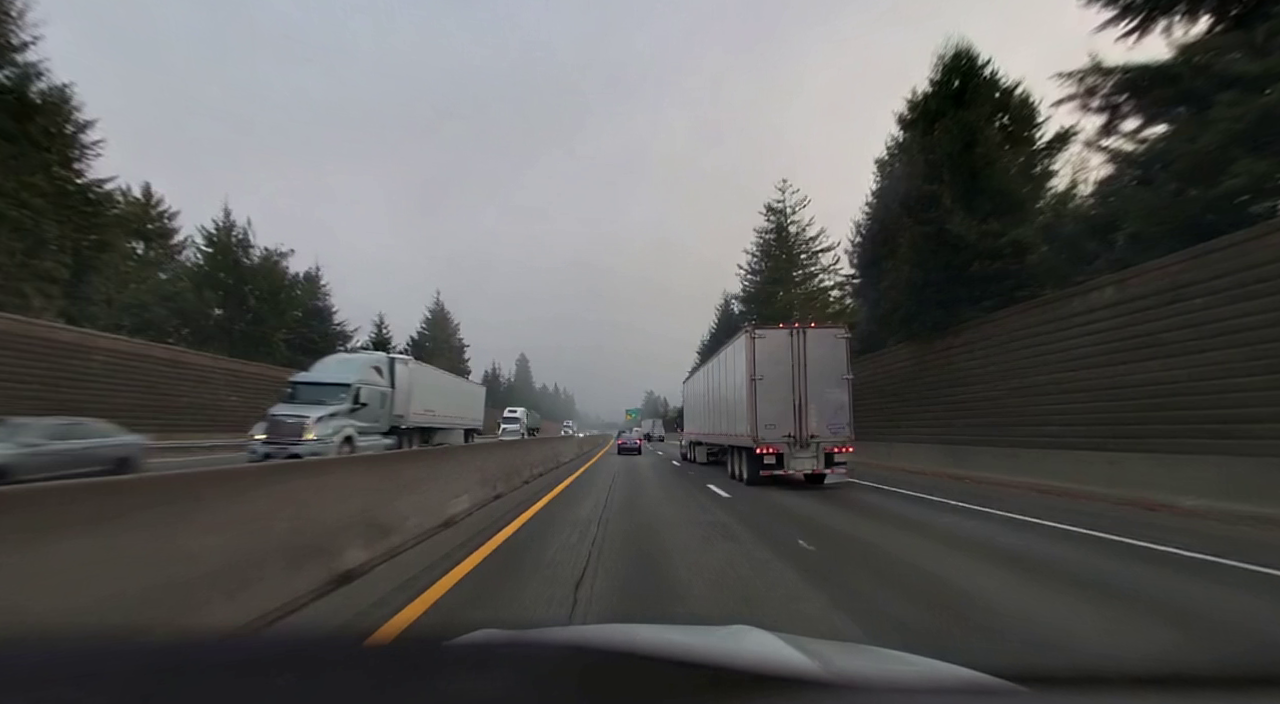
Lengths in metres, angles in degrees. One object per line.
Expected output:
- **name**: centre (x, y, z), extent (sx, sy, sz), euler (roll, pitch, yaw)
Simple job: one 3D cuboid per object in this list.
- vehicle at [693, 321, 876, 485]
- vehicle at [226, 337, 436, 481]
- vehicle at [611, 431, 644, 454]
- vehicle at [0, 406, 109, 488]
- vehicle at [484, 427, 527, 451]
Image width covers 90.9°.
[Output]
- **vehicle**: centre (4.120, 2.144, 22.458), extent (2.953, 4.045, 13.843), euler (0, -8, -1)
- **vehicle**: centre (-8.624, 1.820, 18.927), extent (2.624, 3.453, 7.411), euler (0, -7, -1)
- **vehicle**: centre (-0.835, 6.058, 42.269), extent (2.119, 1.480, 4.000), euler (0, -8, 0)
- **vehicle**: centre (-12.652, 1.823, 12.110), extent (1.832, 1.485, 3.518), euler (0, -8, -1)
- **vehicle**: centre (-8.722, 5.669, 41.209), extent (1.885, 1.483, 4.516), euler (0, -8, -2)
